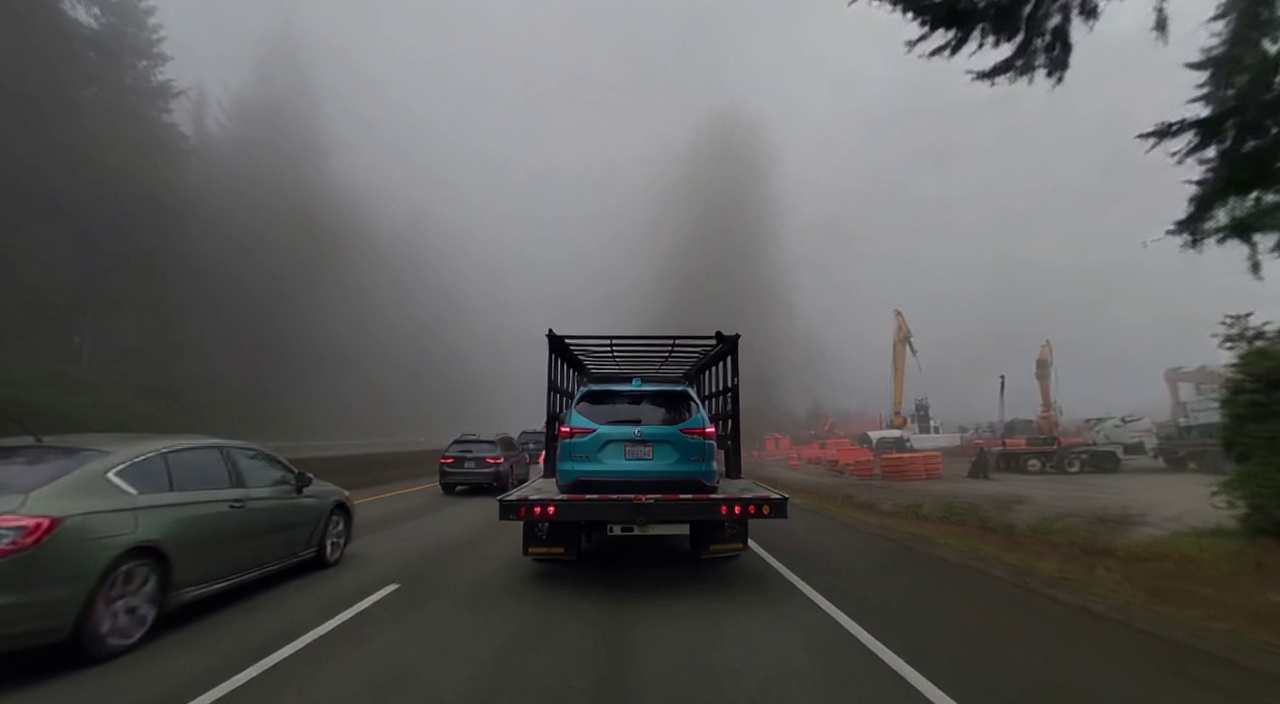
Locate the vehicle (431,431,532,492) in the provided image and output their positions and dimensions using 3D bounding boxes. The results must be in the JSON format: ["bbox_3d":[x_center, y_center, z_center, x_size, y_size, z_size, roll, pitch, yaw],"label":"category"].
[{"bbox_3d":[-4.776,3.359,19.773,2.057,1.665,4.572,0,-9,-1],"label":"vehicle"}]

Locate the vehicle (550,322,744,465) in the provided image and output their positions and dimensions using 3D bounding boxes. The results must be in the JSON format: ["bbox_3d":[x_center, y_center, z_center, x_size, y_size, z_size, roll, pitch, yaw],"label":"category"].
[{"bbox_3d":[-0.020,0.806,9.442,2.156,1.604,4.680,0,-9,-3],"label":"vehicle"}]

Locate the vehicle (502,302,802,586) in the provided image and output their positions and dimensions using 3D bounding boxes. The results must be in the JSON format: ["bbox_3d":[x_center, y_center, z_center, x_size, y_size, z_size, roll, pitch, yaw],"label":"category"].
[{"bbox_3d":[-0.163,1.594,11.076,2.735,2.597,10.435,1,-8,-3],"label":"vehicle"}]

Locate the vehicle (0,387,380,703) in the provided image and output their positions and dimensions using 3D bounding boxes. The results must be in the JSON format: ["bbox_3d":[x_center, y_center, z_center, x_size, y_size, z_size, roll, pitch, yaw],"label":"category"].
[{"bbox_3d":[-3.874,1.144,4.253,2.155,1.513,4.964,0,-9,0],"label":"vehicle"}]
